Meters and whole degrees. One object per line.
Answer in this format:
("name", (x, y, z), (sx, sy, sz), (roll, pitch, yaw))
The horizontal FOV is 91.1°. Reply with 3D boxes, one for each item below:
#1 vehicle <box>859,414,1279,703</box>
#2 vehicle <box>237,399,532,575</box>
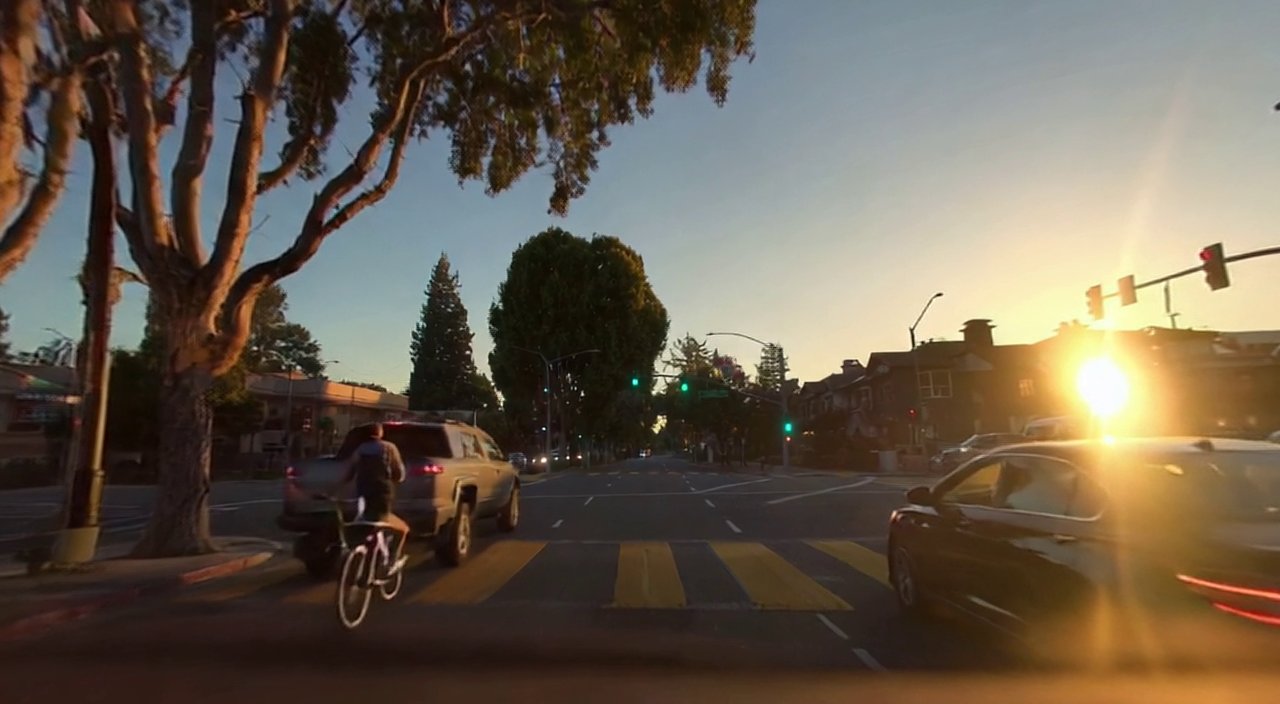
("vehicle", (3.172, 1.216, 3.931), (1.990, 1.454, 4.490), (0, -8, 0))
("vehicle", (-3.204, 1.836, 9.380), (2.231, 1.898, 4.985), (0, -8, 1))
